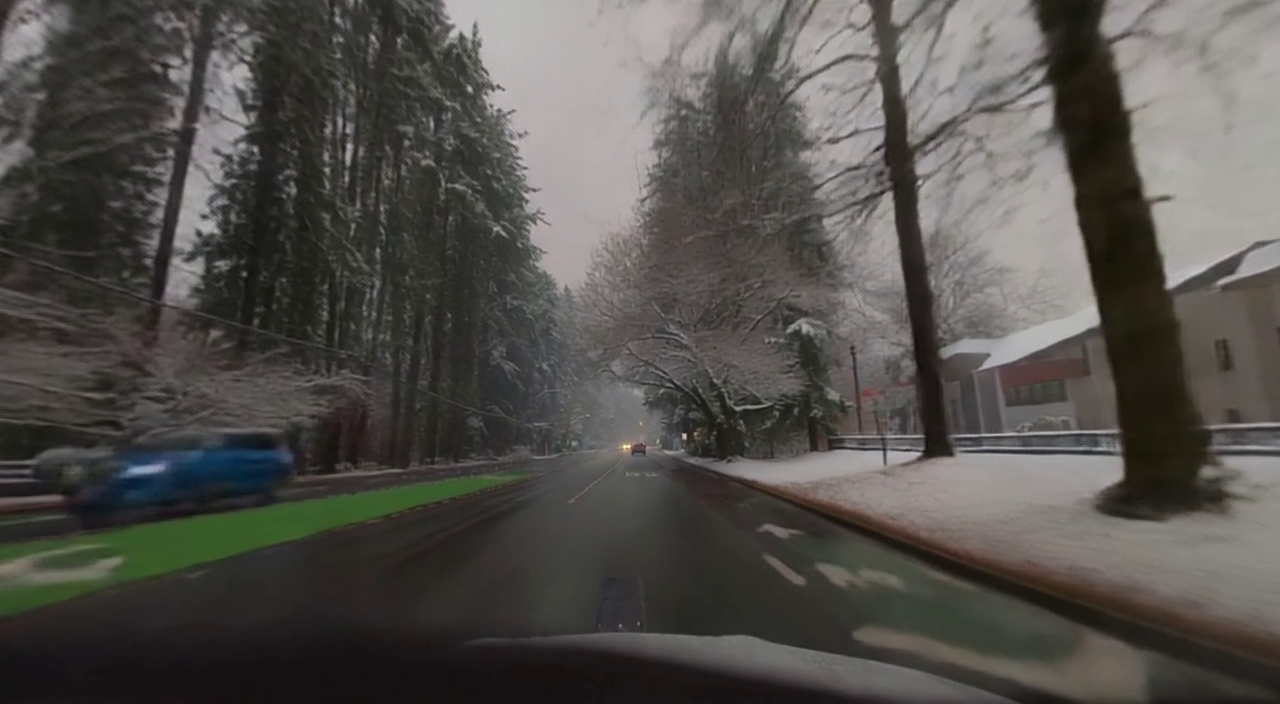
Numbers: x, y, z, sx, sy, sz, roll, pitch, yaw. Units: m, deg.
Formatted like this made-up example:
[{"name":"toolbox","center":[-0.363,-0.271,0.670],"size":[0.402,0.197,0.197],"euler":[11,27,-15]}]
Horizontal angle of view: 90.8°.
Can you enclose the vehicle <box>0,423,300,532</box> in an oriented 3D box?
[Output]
[{"name":"vehicle","center":[-9.487,2.428,12.856],"size":[2.248,1.761,4.918],"euler":[0,-9,1]}]
